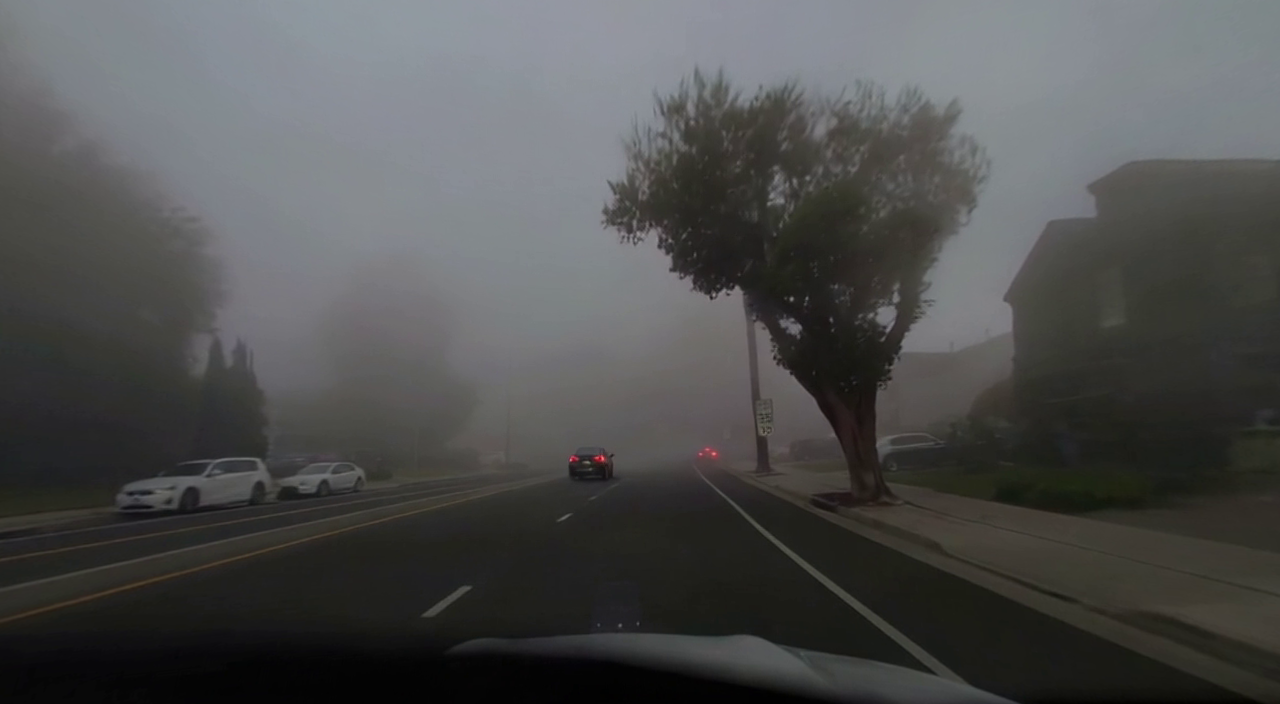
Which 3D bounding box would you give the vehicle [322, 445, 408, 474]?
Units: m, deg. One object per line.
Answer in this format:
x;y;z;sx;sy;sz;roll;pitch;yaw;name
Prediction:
-19.211;7.497;44.282;4.942;1.932;2.247;0;-9;-1;vehicle

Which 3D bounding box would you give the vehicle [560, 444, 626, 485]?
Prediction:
-1.756;4.443;25.243;2.035;1.474;4.284;0;-9;4;vehicle

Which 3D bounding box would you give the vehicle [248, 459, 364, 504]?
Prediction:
-13.013;5.056;24.982;1.995;1.482;4.448;-4;-10;3;vehicle

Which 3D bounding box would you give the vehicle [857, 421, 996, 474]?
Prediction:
11.511;3.927;25.690;4.549;1.672;2.008;-5;-10;3;vehicle

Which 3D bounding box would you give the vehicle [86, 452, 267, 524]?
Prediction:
-13.623;3.970;19.007;1.895;1.802;4.454;-3;-9;3;vehicle

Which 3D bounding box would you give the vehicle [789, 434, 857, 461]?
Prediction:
13.464;7.017;46.429;4.531;1.864;2.037;4;-10;-26;vehicle
